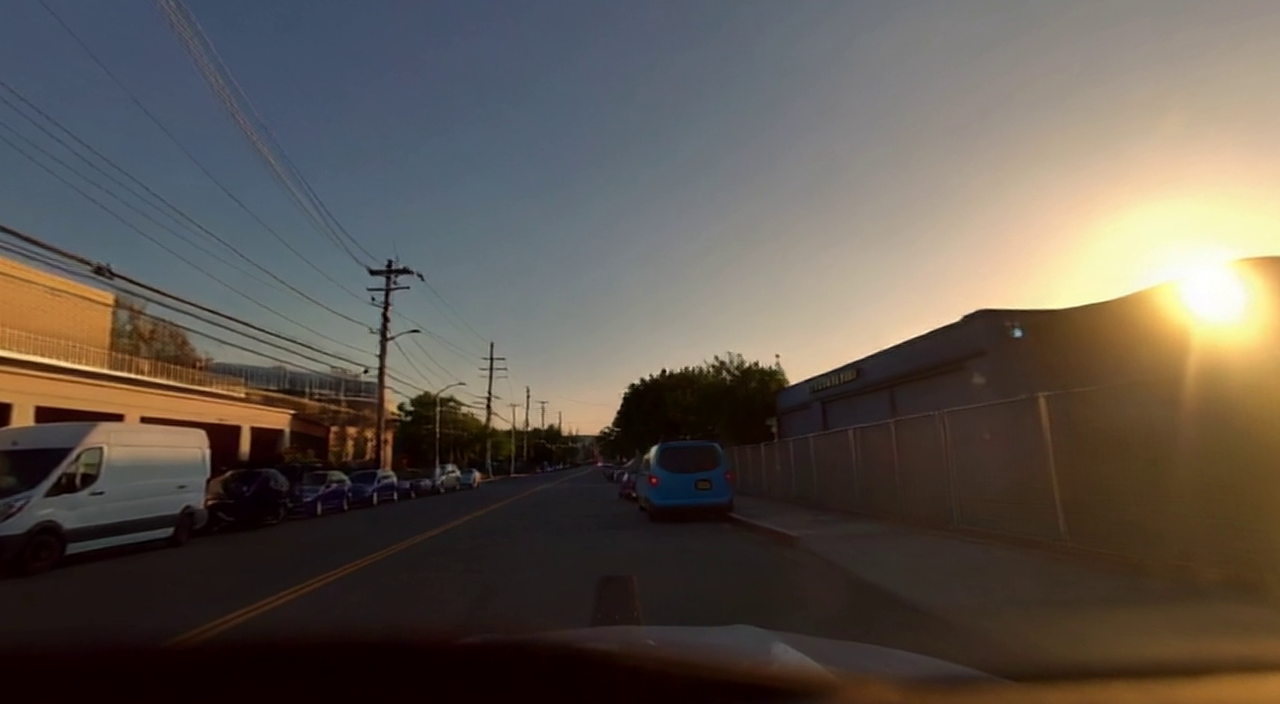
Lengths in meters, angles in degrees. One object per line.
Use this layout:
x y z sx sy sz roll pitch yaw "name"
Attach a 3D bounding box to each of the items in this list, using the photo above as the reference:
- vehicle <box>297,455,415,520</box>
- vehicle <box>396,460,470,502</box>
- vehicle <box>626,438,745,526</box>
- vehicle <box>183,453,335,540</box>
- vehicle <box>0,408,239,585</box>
-10.342 4.926 23.638 2.304 1.937 5.720 -1 -8 -6 "vehicle"
-11.208 6.975 34.715 2.504 1.919 5.658 0 -8 -4 "vehicle"
1.020 3.517 17.970 2.327 2.021 5.850 0 -9 -6 "vehicle"
-9.951 3.720 16.928 1.857 1.908 4.081 0 -8 -6 "vehicle"
-9.485 2.389 10.852 2.435 2.308 4.937 -3 -9 -7 "vehicle"
